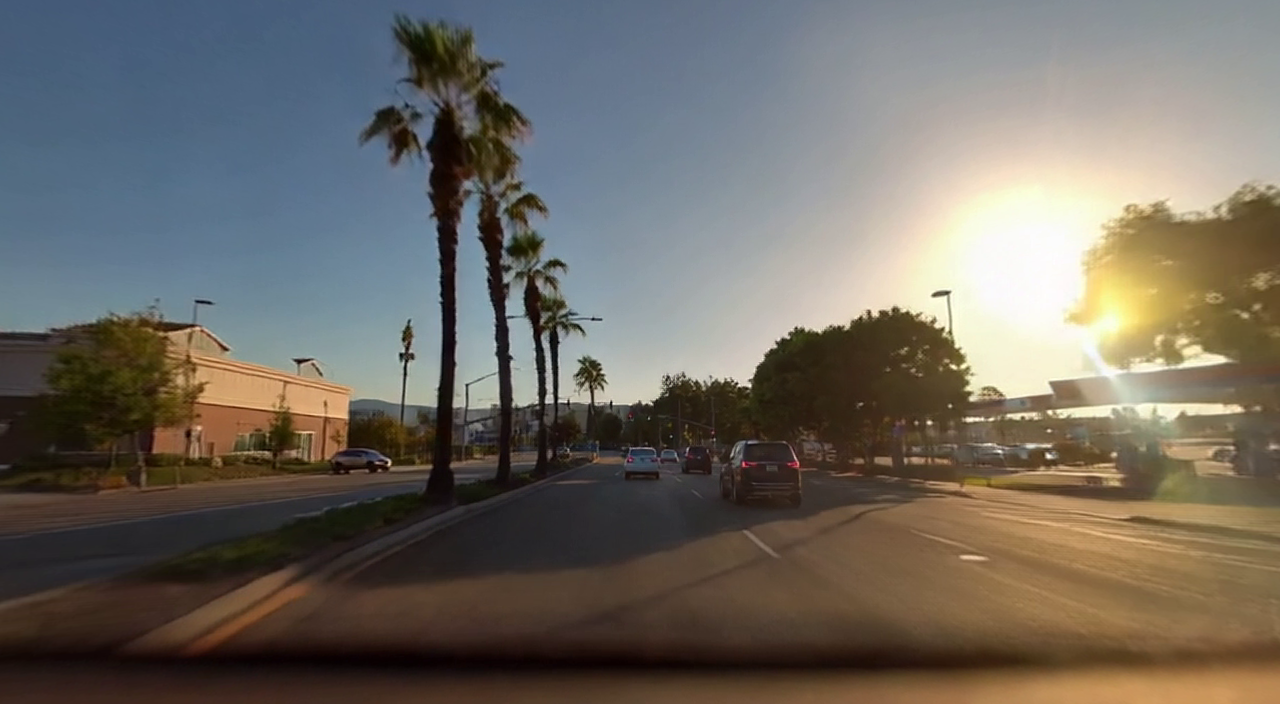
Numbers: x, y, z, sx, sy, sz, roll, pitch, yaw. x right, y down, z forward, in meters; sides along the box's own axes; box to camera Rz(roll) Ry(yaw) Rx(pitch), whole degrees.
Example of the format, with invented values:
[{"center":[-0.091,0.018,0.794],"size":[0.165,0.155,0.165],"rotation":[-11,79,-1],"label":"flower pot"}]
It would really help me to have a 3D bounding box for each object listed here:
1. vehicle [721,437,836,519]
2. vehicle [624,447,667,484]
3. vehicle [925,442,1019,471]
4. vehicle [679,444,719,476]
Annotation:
[{"center":[3.254,3.022,15.648],"size":[1.872,1.752,3.896],"rotation":[0,-8,-1],"label":"vehicle"},{"center":[0.265,5.538,30.944],"size":[1.991,1.664,3.814],"rotation":[0,-8,0],"label":"vehicle"},{"center":[21.692,6.818,41.280],"size":[4.831,1.816,2.295],"rotation":[0,-8,-2],"label":"vehicle"},{"center":[3.806,7.052,41.540],"size":[2.154,1.975,4.634],"rotation":[0,-8,0],"label":"vehicle"}]
